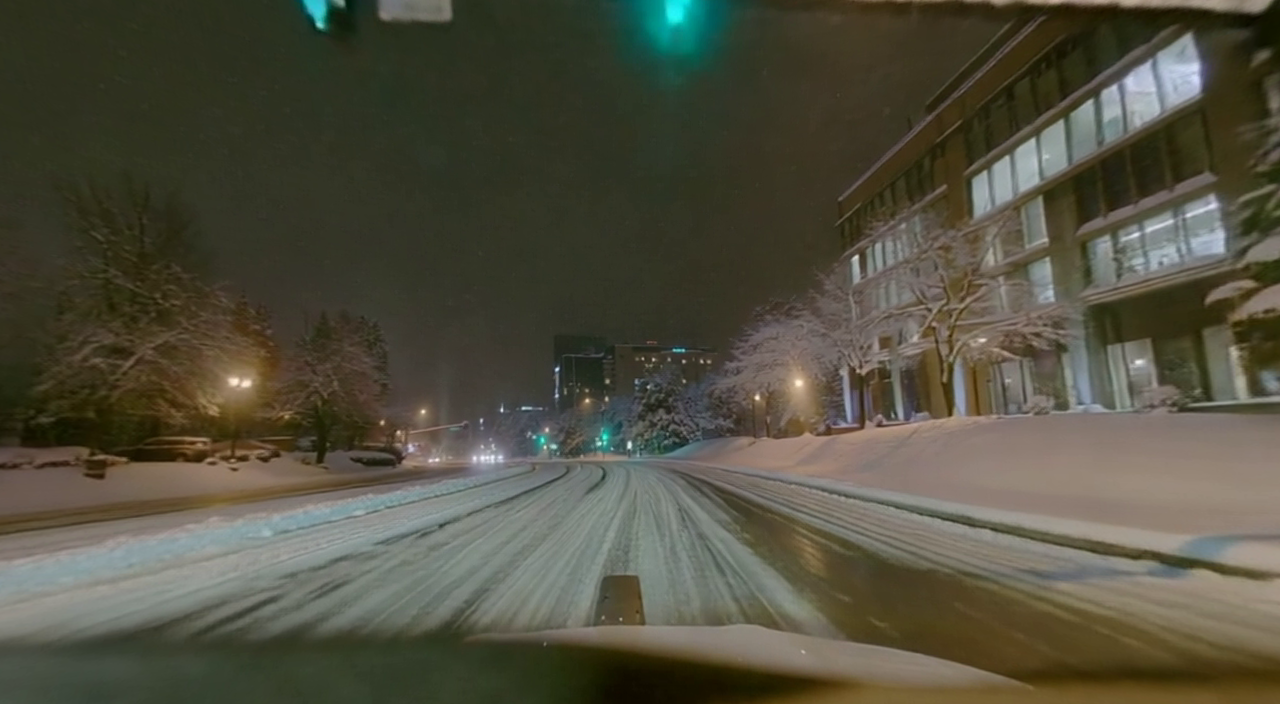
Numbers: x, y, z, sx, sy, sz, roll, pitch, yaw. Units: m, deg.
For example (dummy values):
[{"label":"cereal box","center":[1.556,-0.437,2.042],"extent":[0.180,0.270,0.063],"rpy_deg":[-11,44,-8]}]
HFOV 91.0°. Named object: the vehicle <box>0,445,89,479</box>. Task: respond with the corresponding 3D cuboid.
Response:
[{"label":"vehicle","center":[-29.067,5.108,29.388],"extent":[4.652,1.489,1.992],"rpy_deg":[0,-8,-2]}]
